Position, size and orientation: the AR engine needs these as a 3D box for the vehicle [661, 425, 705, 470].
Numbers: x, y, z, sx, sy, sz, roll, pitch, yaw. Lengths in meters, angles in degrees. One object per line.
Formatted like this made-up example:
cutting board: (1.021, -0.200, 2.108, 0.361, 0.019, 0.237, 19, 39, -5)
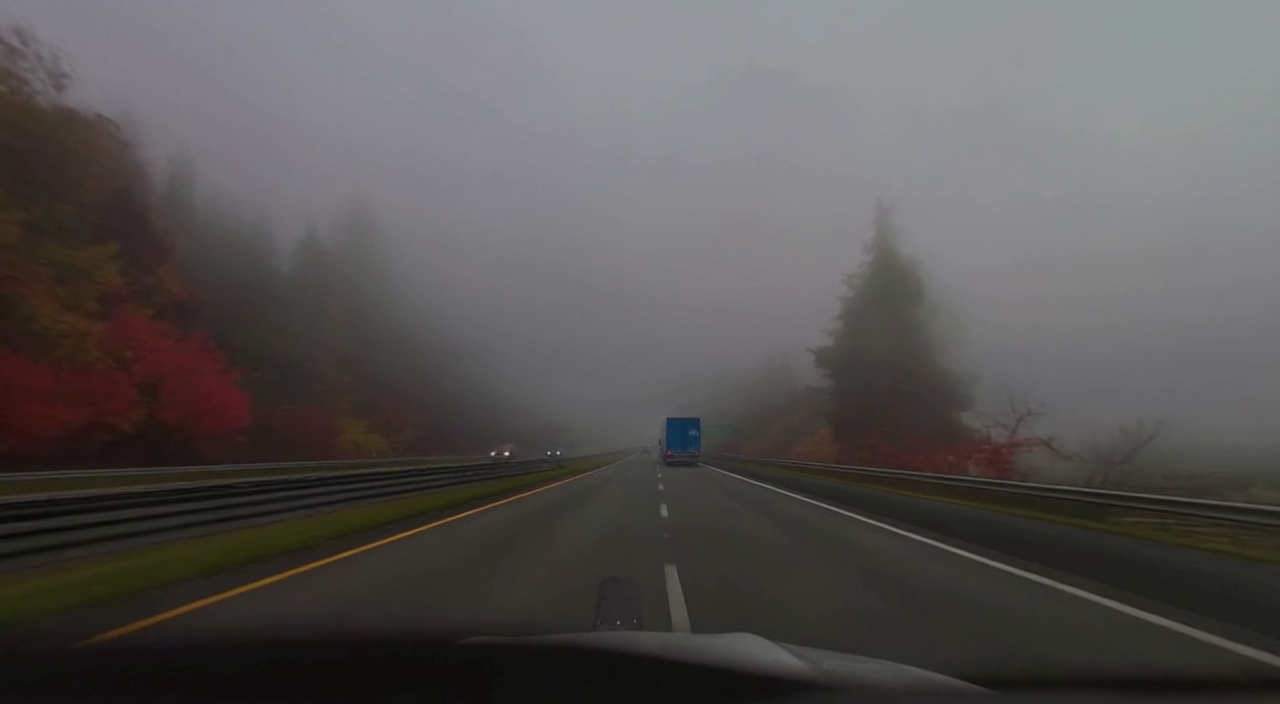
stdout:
vehicle: (2.984, 6.907, 45.288, 2.697, 2.980, 6.749, 0, -9, 0)
